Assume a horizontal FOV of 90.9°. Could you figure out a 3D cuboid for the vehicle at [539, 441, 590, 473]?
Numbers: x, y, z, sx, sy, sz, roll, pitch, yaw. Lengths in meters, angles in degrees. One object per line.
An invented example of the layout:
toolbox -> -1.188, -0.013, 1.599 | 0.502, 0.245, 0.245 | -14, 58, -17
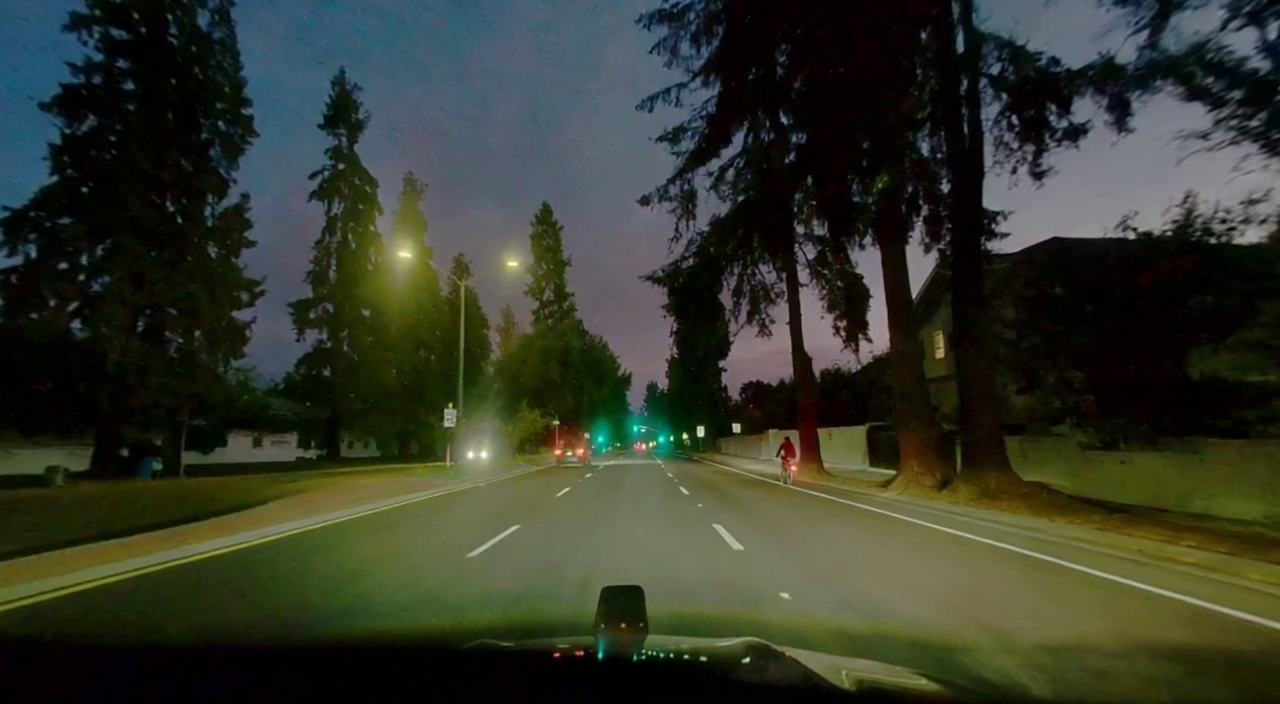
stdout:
vehicle -> -3.715, 5.251, 31.850 | 2.011, 1.480, 4.517 | 0, -9, 0
